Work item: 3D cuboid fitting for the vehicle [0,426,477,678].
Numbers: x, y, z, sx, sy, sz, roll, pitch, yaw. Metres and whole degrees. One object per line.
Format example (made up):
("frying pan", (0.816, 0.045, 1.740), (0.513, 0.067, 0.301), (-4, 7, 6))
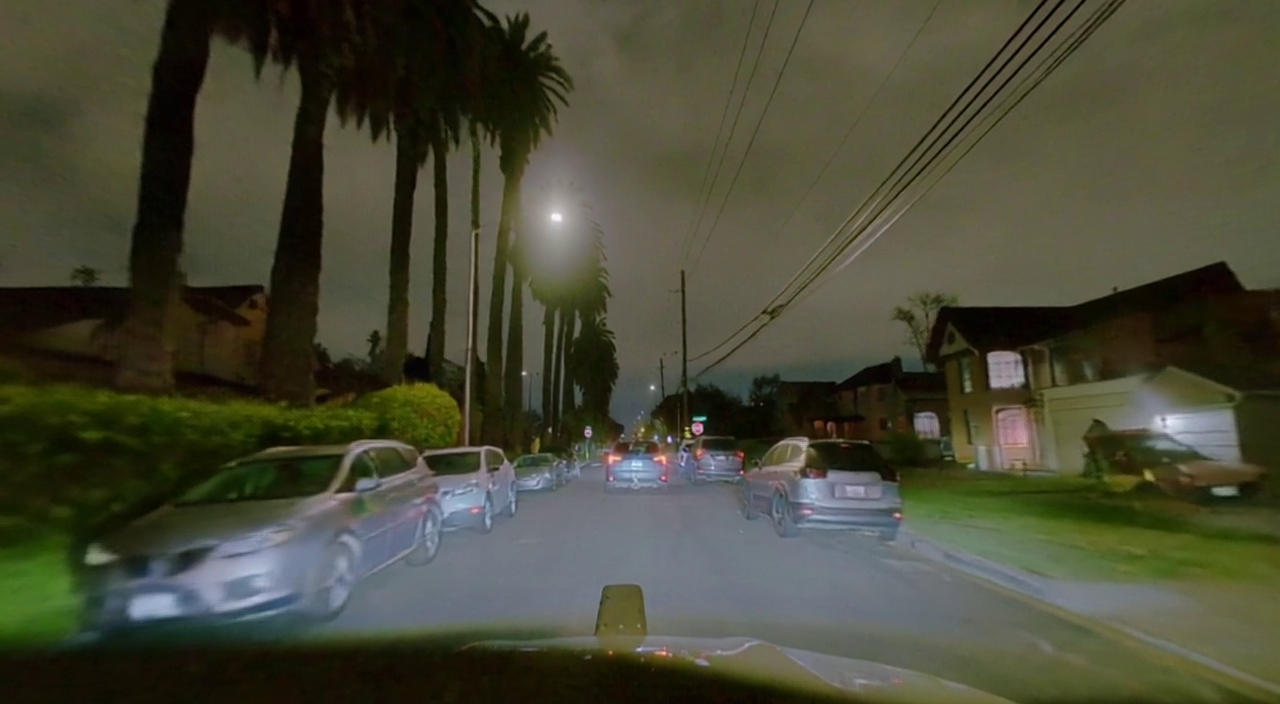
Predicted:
("vehicle", (-3.117, 1.561, 6.097), (1.877, 1.521, 4.348), (0, -9, 0))

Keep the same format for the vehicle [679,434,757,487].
("vehicle", (2.626, 3.829, 22.400), (2.136, 1.650, 4.837), (0, -9, -1))

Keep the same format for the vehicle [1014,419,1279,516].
("vehicle", (9.860, 2.177, 12.293), (1.929, 1.517, 4.494), (1, -9, -7))

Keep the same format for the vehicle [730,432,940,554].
("vehicle", (2.859, 2.168, 10.373), (1.967, 1.563, 4.237), (0, -9, -2))

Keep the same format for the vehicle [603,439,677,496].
("vehicle", (-0.027, 3.428, 18.986), (2.010, 1.499, 4.107), (0, -9, -1))
